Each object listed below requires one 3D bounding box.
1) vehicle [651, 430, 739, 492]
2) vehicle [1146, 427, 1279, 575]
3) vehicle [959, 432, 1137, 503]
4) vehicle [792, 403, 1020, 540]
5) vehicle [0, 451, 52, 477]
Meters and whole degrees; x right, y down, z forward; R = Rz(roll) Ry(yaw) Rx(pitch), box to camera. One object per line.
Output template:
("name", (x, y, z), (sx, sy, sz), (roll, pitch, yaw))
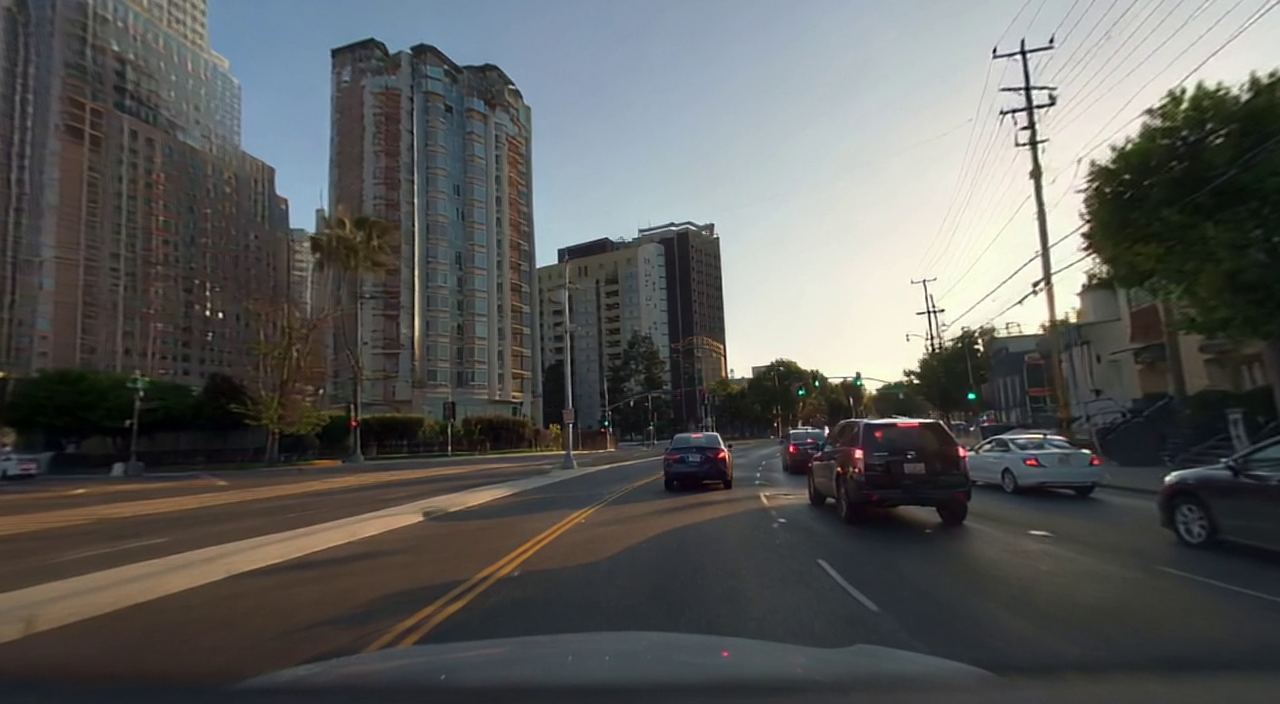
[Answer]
("vehicle", (1.678, 3.027, 17.802), (2.168, 1.527, 4.174), (-1, -9, 9))
("vehicle", (7.334, 1.406, 5.718), (1.866, 1.471, 4.478), (0, -9, 2))
("vehicle", (9.759, 2.782, 15.610), (1.882, 1.463, 4.543), (-1, -9, 8))
("vehicle", (4.142, 1.963, 10.937), (2.119, 1.810, 4.848), (-1, -9, 4))
("vehicle", (-39.720, 7.122, 40.277), (4.848, 1.498, 2.009), (-6, -10, 35))
